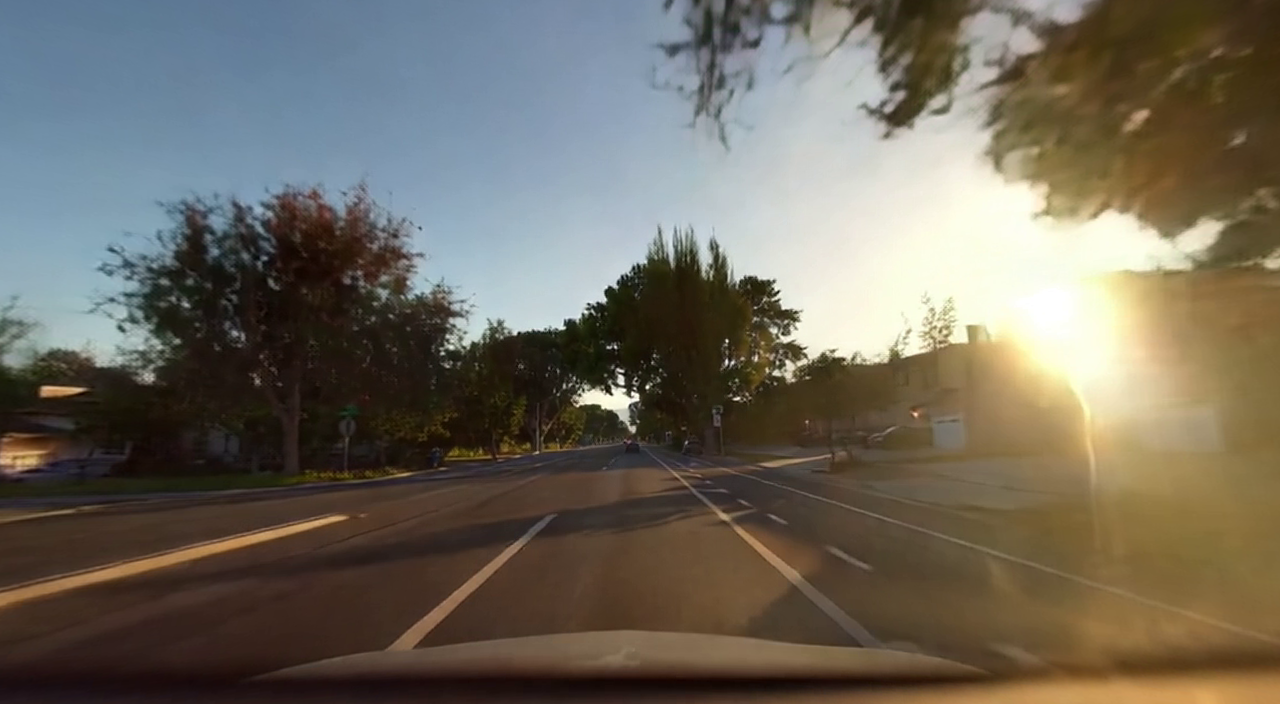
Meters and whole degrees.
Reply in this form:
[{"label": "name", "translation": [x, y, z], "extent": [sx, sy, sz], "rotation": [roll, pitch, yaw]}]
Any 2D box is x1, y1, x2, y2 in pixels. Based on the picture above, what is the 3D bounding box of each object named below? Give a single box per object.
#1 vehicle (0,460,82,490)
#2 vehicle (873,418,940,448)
[{"label": "vehicle", "translation": [-34.132, 6.884, 35.631], "extent": [1.774, 1.430, 4.131], "rotation": [0, -8, -5]}, {"label": "vehicle", "translation": [15.017, 4.629, 35.875], "extent": [1.908, 1.610, 4.582], "rotation": [0, -8, 2]}]
